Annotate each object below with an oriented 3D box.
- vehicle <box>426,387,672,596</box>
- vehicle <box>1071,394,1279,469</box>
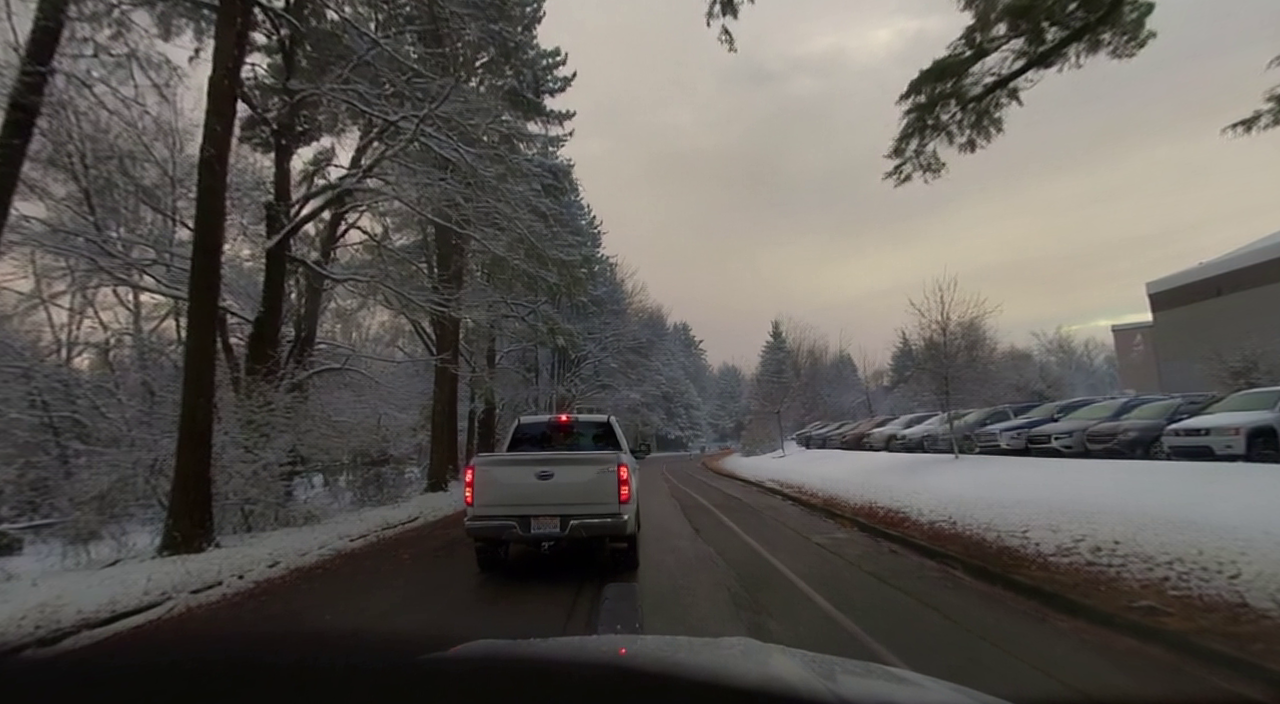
[{"bbox_3d":[-0.730,1.594,8.143,2.157,1.816,5.039,0,-8,2],"label":"vehicle"},{"bbox_3d":[11.837,1.658,13.110,4.298,1.392,1.944,-1,-8,2],"label":"vehicle"}]
